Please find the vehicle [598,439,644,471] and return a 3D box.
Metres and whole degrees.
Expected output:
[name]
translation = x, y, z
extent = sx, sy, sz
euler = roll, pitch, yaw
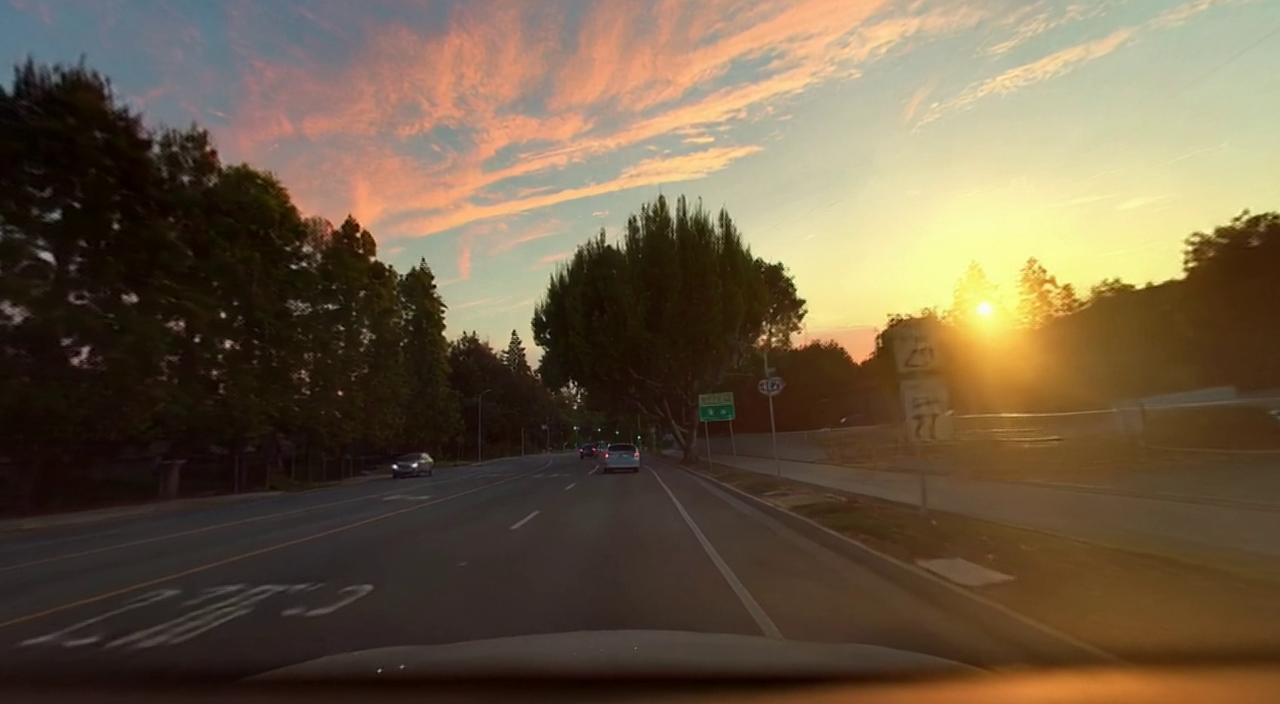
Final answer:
[vehicle]
translation = -0.864, 5.112, 31.685
extent = 2.111, 1.466, 4.223
euler = -1, -8, 1
